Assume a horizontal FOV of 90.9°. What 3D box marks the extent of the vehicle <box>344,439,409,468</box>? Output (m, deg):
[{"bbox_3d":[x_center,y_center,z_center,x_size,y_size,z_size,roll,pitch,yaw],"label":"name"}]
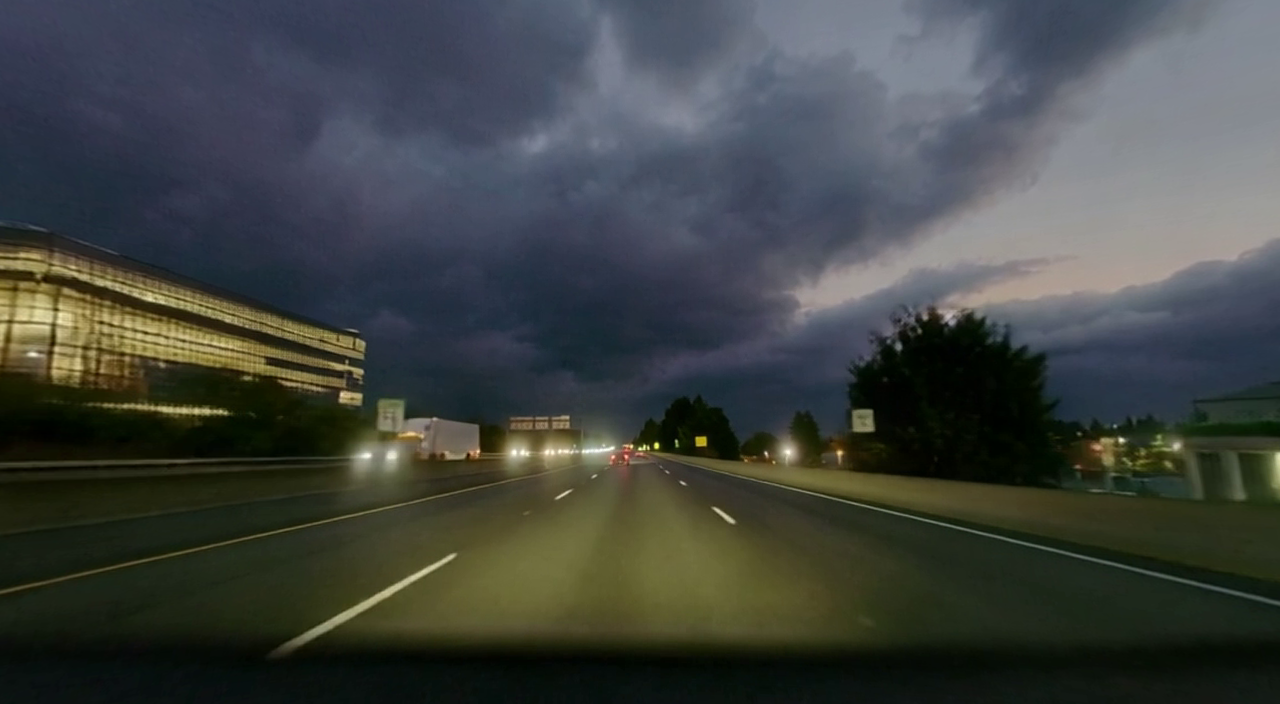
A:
[{"bbox_3d":[-15.066,5.850,36.290,1.864,1.565,4.250,0,-9,1],"label":"vehicle"}]
